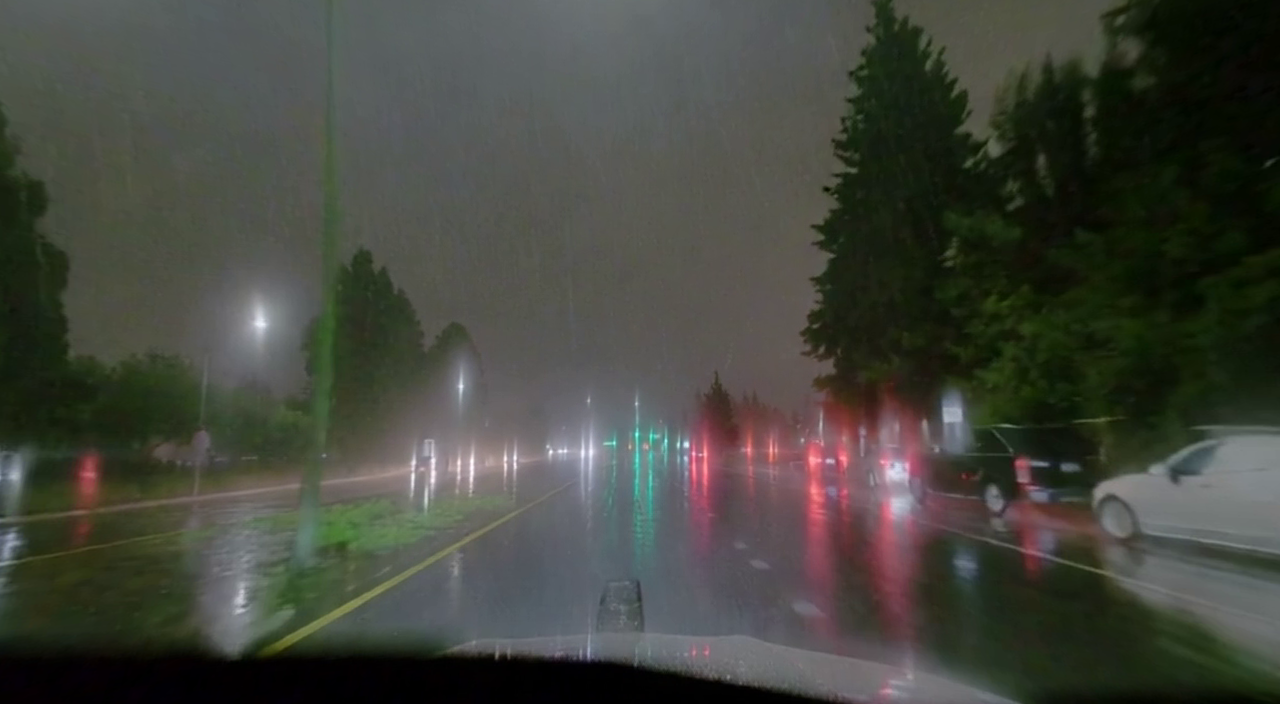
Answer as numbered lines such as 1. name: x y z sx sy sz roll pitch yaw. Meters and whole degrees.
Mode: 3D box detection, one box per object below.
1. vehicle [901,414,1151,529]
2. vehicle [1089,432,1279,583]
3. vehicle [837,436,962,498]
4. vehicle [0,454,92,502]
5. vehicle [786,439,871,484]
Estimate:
1. vehicle: 7.371 2.319 12.838 1.998 1.873 4.659 0 -8 -1
2. vehicle: 7.340 1.565 6.448 1.975 1.479 4.632 0 -8 -2
3. vehicle: 7.426 3.317 18.608 1.773 1.575 4.168 0 -8 -2
4. vehicle: -27.688 5.568 28.245 2.180 1.915 5.140 1 -9 -7
5. vehicle: 7.197 4.223 24.638 1.838 1.554 4.607 0 -8 -1
